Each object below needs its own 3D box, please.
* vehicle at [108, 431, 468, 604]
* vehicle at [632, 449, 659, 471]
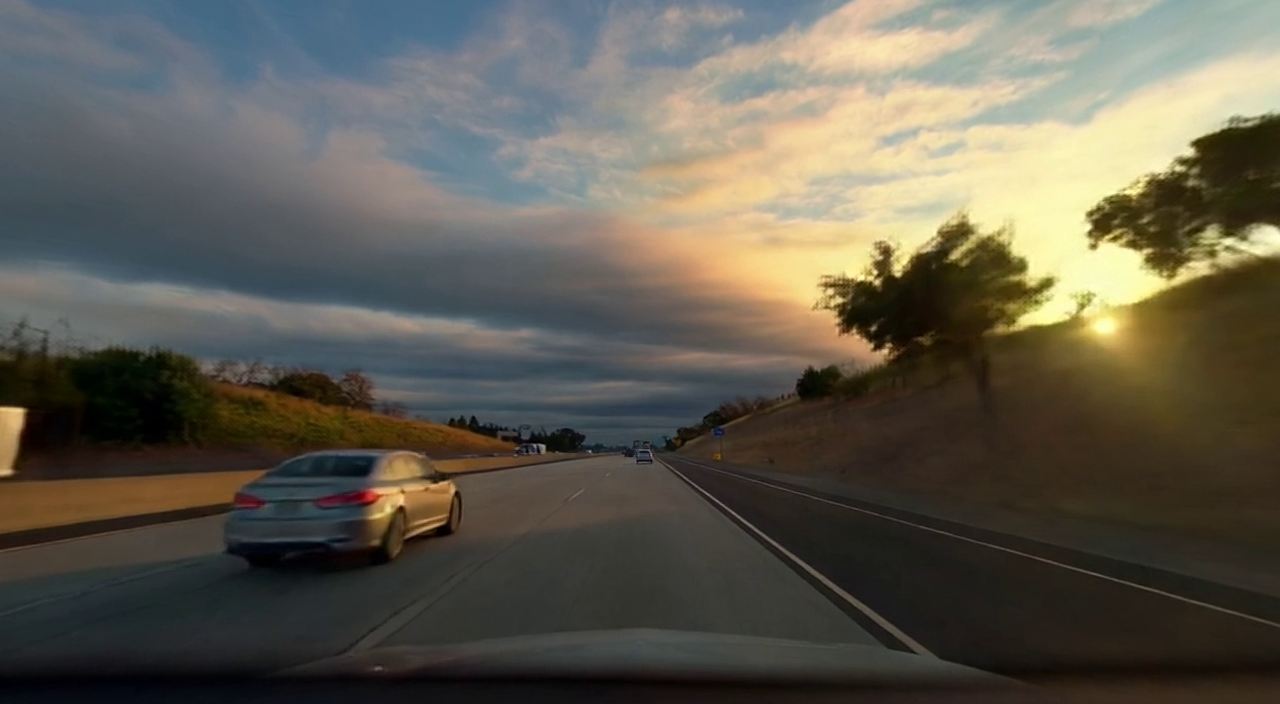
[{"bbox_3d":[-3.653,1.773,7.635,1.978,1.498,4.080,0,-9,0],"label":"vehicle"},{"bbox_3d":[0.376,7.899,46.225,1.908,1.515,3.871,0,-9,0],"label":"vehicle"}]
